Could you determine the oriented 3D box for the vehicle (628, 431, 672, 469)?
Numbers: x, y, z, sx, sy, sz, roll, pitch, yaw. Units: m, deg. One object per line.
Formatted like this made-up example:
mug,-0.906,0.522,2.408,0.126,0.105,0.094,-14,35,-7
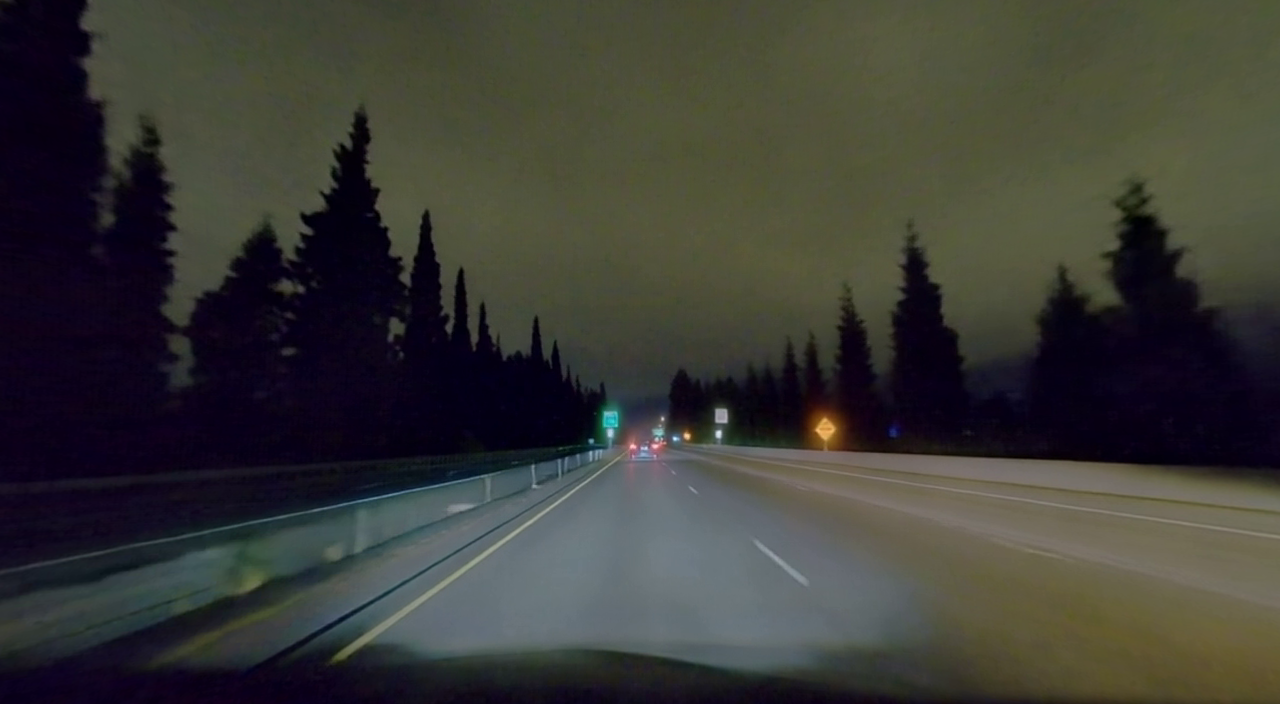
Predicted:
vehicle,0.564,5.476,35.308,2.301,1.944,4.554,0,-8,1
